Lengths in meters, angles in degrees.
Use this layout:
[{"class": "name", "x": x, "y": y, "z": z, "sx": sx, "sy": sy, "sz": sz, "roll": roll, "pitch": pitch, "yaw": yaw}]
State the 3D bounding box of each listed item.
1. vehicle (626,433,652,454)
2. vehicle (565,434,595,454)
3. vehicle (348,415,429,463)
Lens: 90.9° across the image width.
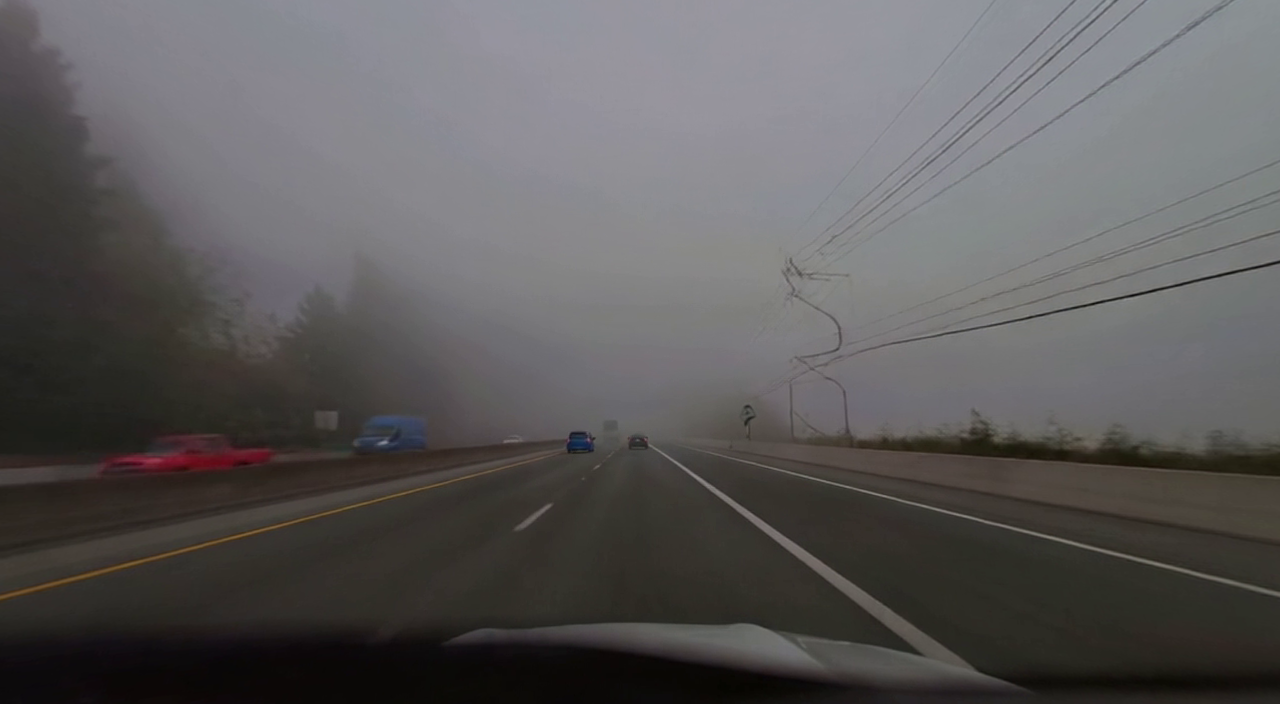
[{"class": "vehicle", "x": -0.122, "y": 6.917, "z": 47.659, "sx": 1.890, "sy": 1.472, "sz": 3.716, "roll": 0, "pitch": -8, "yaw": -1}, {"class": "vehicle", "x": -4.486, "y": 6.923, "z": 47.536, "sx": 1.911, "sy": 1.477, "sz": 3.807, "roll": 0, "pitch": -8, "yaw": 0}, {"class": "vehicle", "x": -17.201, "y": 5.985, "z": 43.670, "sx": 2.656, "sy": 3.032, "sz": 7.159, "roll": 0, "pitch": -8, "yaw": 0}]
